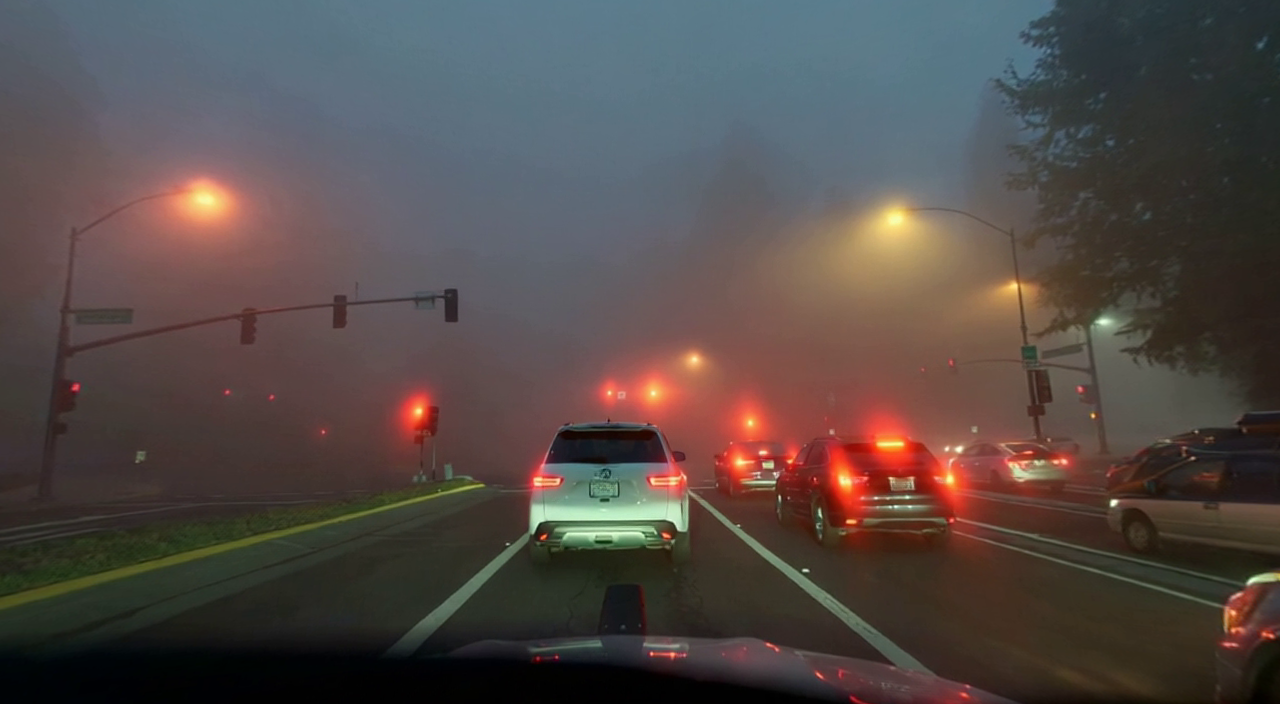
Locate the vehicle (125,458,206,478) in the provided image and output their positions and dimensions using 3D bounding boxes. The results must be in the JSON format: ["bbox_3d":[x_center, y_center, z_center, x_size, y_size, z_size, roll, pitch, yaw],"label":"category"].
[{"bbox_3d":[-37.334,9.148,49.461,4.914,1.487,1.850,0,-9,1],"label":"vehicle"}]

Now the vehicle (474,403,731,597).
[{"bbox_3d":[-0.310,1.604,7.625,2.256,1.694,4.055,0,-9,1],"label":"vehicle"}]

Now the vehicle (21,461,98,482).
[{"bbox_3d":[-45.662,9.387,49.385,4.232,1.498,1.791,0,-9,1],"label":"vehicle"}]

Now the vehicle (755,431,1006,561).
[{"bbox_3d":[3.166,1.986,9.469,1.971,1.473,4.495,0,-9,0],"label":"vehicle"}]

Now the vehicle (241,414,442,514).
[{"bbox_3d":[-6.722,2.588,14.986,2.214,1.953,5.017,0,-9,1],"label":"vehicle"}]

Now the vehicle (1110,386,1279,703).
[{"bbox_3d":[3.303,0.673,0.839,1.980,1.515,4.362,0,-9,1],"label":"vehicle"}]
